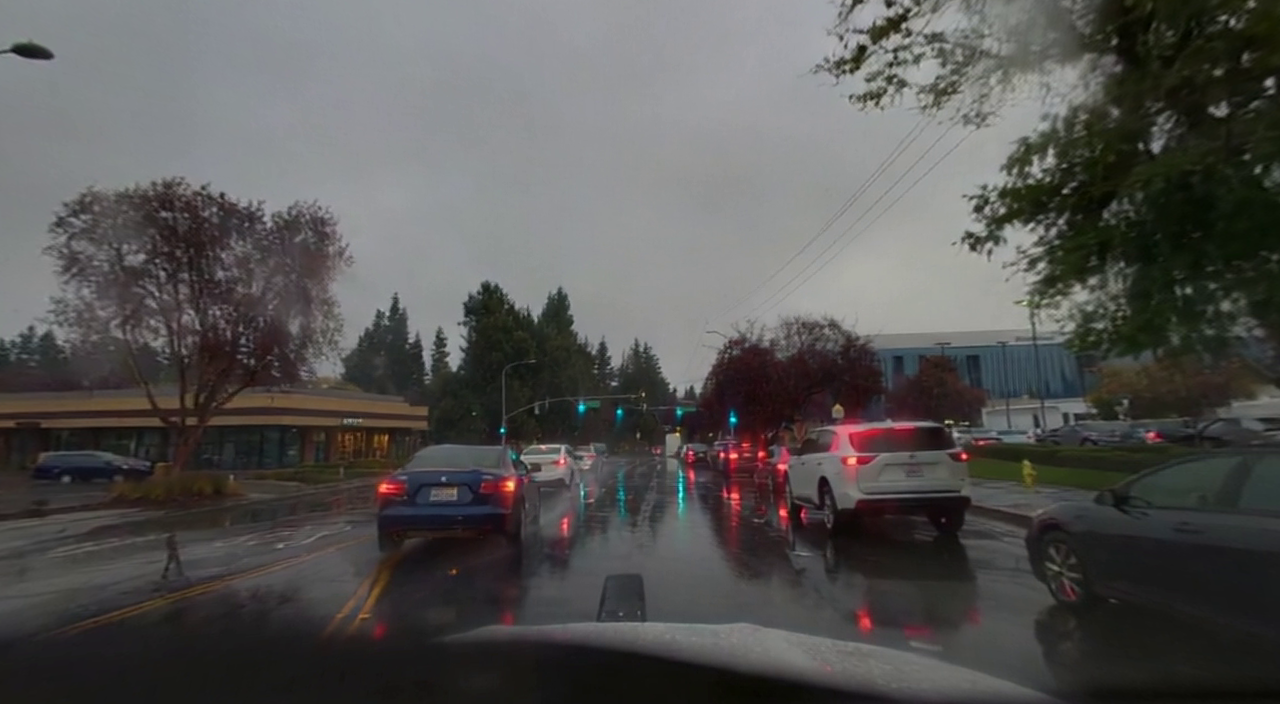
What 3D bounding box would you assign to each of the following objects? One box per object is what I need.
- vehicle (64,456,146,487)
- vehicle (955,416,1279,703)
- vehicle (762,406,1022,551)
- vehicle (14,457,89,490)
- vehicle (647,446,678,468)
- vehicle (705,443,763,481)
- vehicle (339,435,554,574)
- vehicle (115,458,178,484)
[{"bbox_3d":[-29.959,6.628,35.346,4.127,1.583,1.978,-5,-10,28],"label":"vehicle"},{"bbox_3d":[4.098,1.200,3.956,1.904,1.494,4.864,0,-9,2],"label":"vehicle"},{"bbox_3d":[3.883,2.093,11.237,2.324,1.907,5.634,0,-9,0],"label":"vehicle"},{"bbox_3d":[-30.217,6.182,32.413,3.865,1.499,1.804,-6,-10,33],"label":"vehicle"},{"bbox_3d":[1.606,7.524,45.566,2.095,1.473,4.301,0,-9,1],"label":"vehicle"},{"bbox_3d":[4.025,4.773,27.718,1.910,1.493,4.490,0,-9,1],"label":"vehicle"},{"bbox_3d":[-2.416,2.003,9.143,1.968,1.497,4.286,0,-9,-3],"label":"vehicle"},{"bbox_3d":[-29.573,7.086,37.857,3.527,1.390,1.681,-5,-10,30],"label":"vehicle"}]
